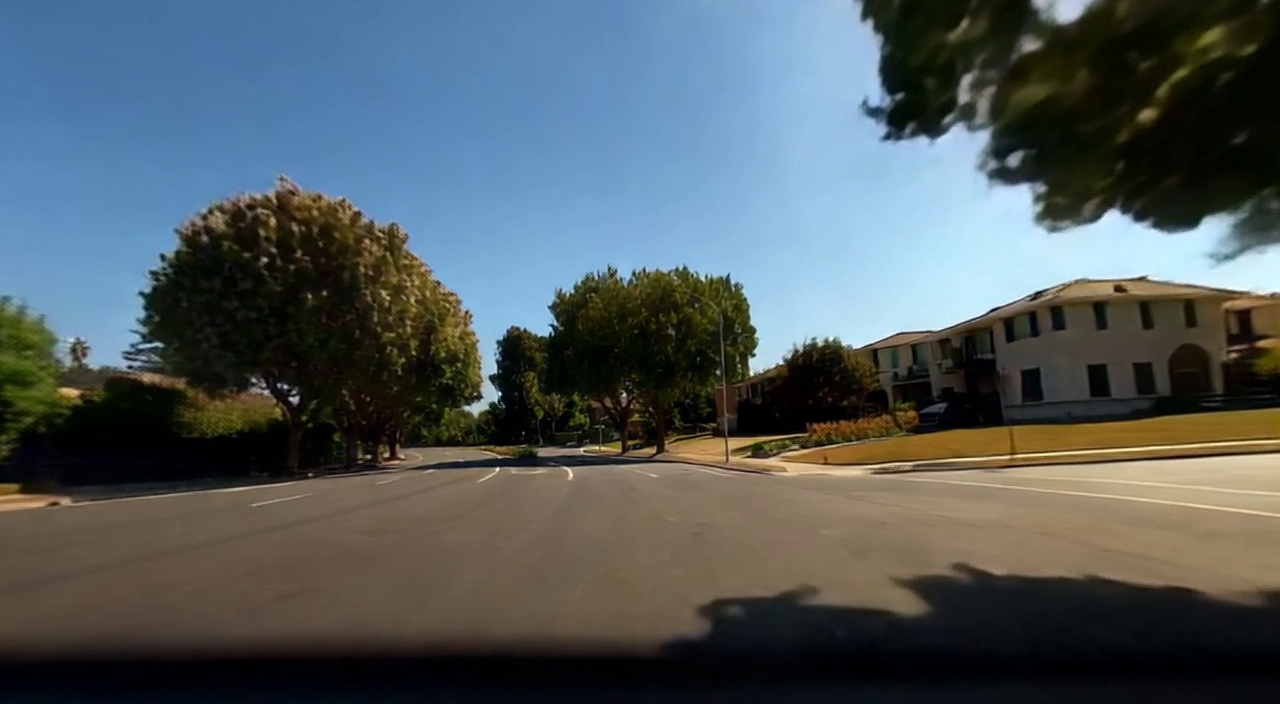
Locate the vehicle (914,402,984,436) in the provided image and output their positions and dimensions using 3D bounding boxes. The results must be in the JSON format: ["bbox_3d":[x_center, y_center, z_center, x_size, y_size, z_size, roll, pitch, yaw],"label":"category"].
[{"bbox_3d":[18.278,3.987,37.127,4.740,1.779,2.023,8,-12,-43],"label":"vehicle"}]
